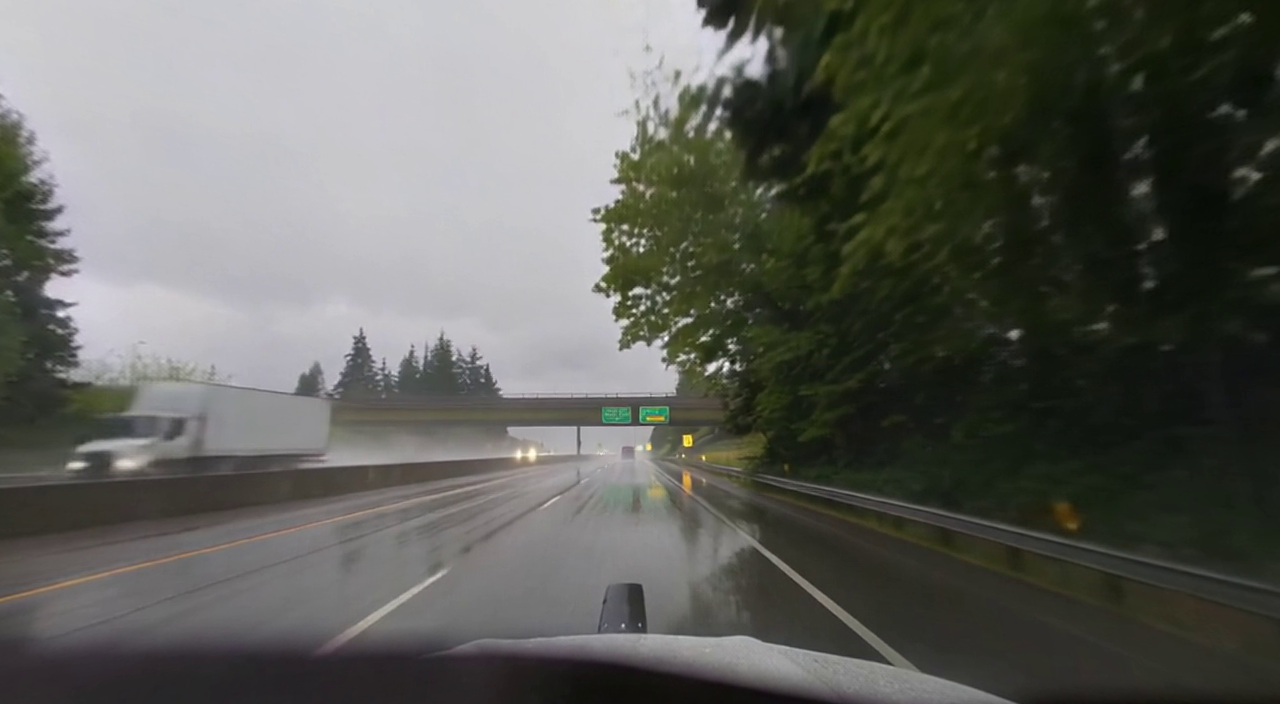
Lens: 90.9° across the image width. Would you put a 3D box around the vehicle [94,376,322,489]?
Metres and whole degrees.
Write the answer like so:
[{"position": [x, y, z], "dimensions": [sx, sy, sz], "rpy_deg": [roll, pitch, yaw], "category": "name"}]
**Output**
[{"position": [-16.508, 3.320, 25.210], "dimensions": [3.181, 3.724, 8.274], "rpy_deg": [0, -9, 0], "category": "vehicle"}]
